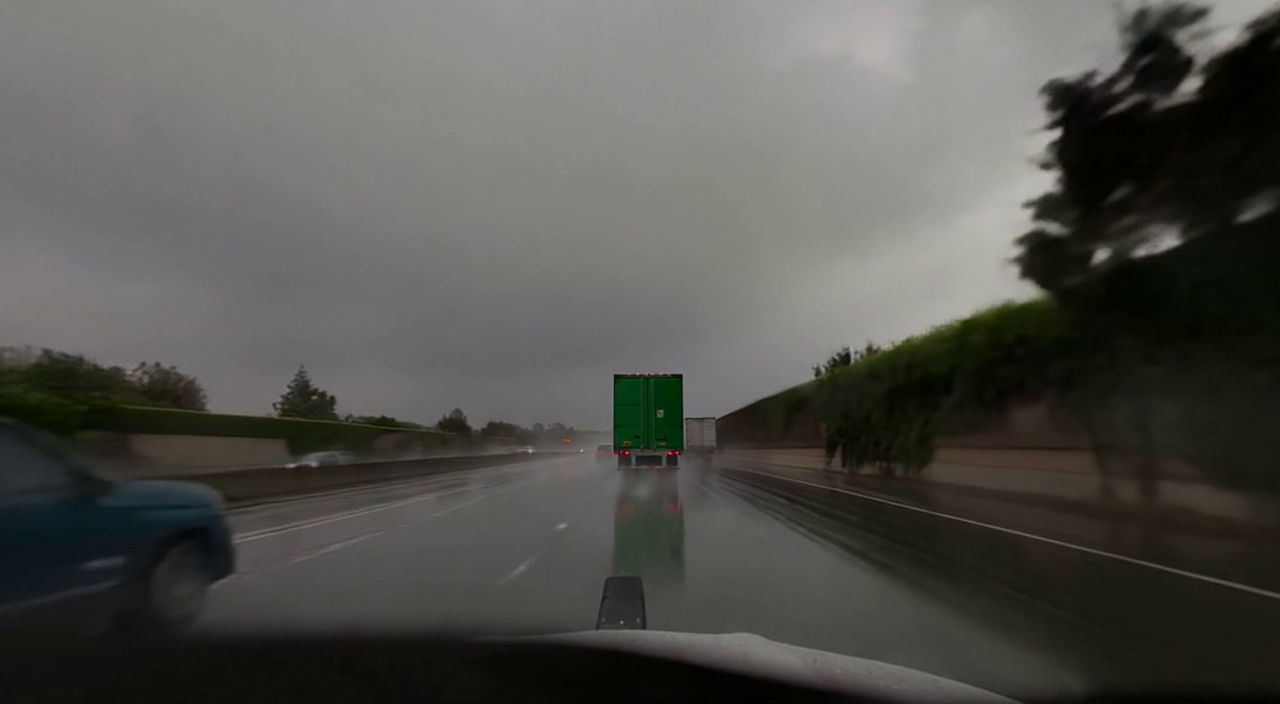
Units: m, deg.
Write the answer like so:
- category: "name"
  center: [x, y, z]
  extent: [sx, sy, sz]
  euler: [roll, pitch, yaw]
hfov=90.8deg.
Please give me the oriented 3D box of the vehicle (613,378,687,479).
- category: "vehicle"
  center: [0.411, 3.865, 30.754]
  extent: [2.932, 4.042, 11.054]
  euler: [0, -9, 0]

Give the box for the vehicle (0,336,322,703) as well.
- category: "vehicle"
  center: [-3.494, 0.790, 2.460]
  extent: [2.173, 1.657, 4.401]
  euler: [0, -9, 0]
